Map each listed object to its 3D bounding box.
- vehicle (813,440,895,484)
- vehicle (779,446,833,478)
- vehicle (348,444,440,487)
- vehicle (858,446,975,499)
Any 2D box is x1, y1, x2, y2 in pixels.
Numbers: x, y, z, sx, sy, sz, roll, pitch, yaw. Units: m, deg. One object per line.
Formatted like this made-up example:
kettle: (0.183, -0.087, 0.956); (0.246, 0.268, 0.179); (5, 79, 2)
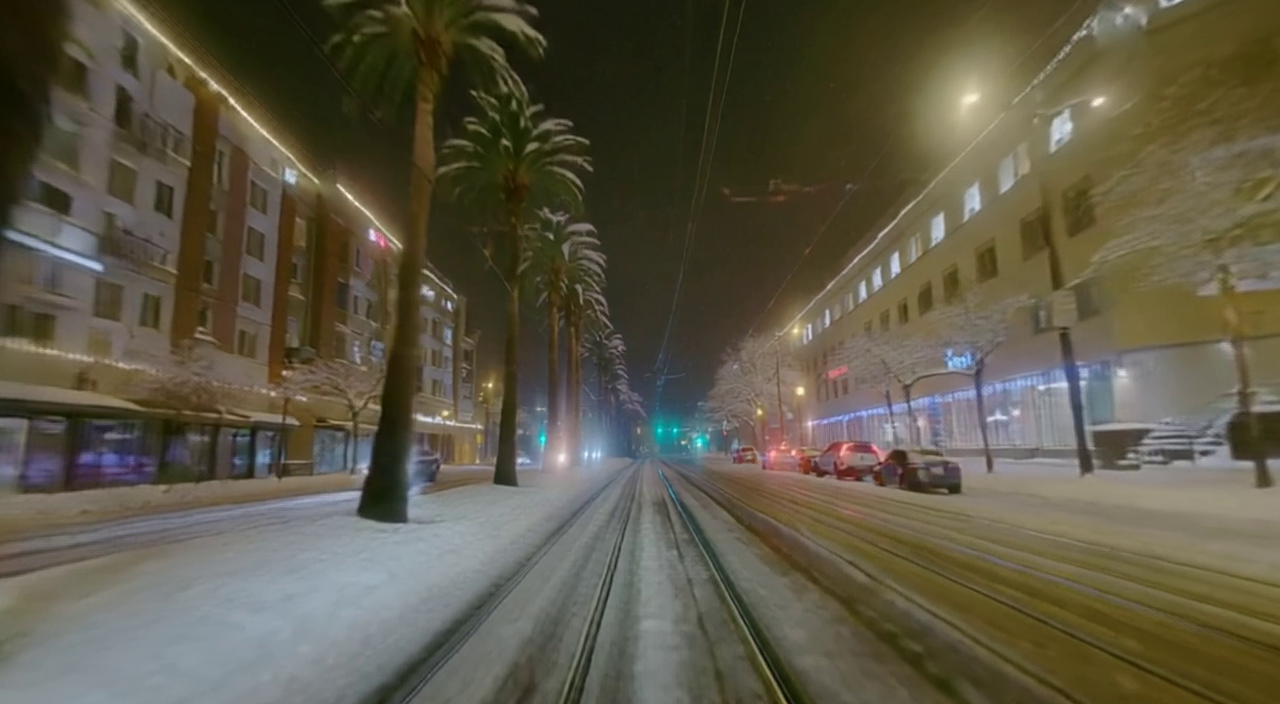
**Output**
vehicle: (8.678, 4.483, 25.975); (1.867, 1.627, 4.357); (0, -8, 0)
vehicle: (8.401, 5.597, 32.250); (1.715, 1.500, 3.910); (0, -8, 0)
vehicle: (-10.610, 4.893, 27.584); (2.042, 1.716, 4.634); (0, -8, 2)
vehicle: (8.631, 3.752, 20.150); (1.733, 1.468, 4.326); (0, -8, 0)
